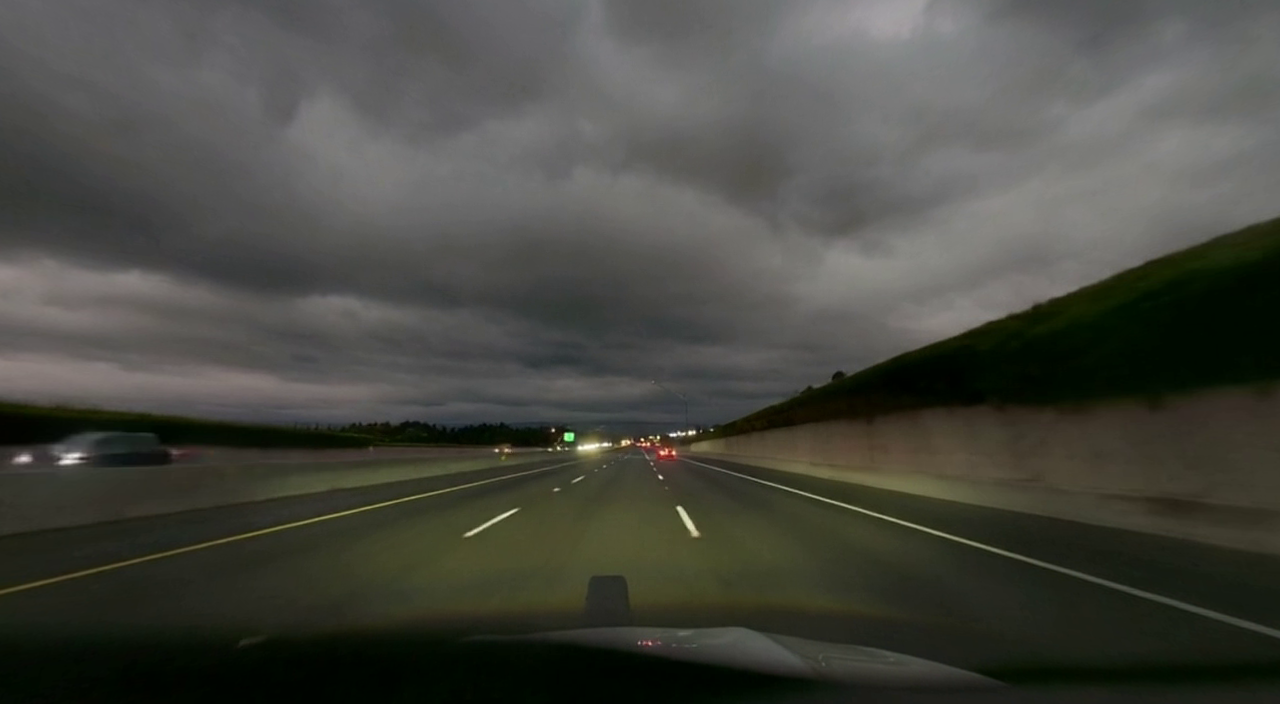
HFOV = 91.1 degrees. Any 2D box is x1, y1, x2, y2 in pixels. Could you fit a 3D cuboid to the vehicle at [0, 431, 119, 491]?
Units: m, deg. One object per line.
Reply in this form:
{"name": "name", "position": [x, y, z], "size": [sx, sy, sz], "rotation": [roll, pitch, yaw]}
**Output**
{"name": "vehicle", "position": [-19.363, 3.409, 19.810], "size": [2.050, 1.689, 4.458], "rotation": [0, -9, -1]}
